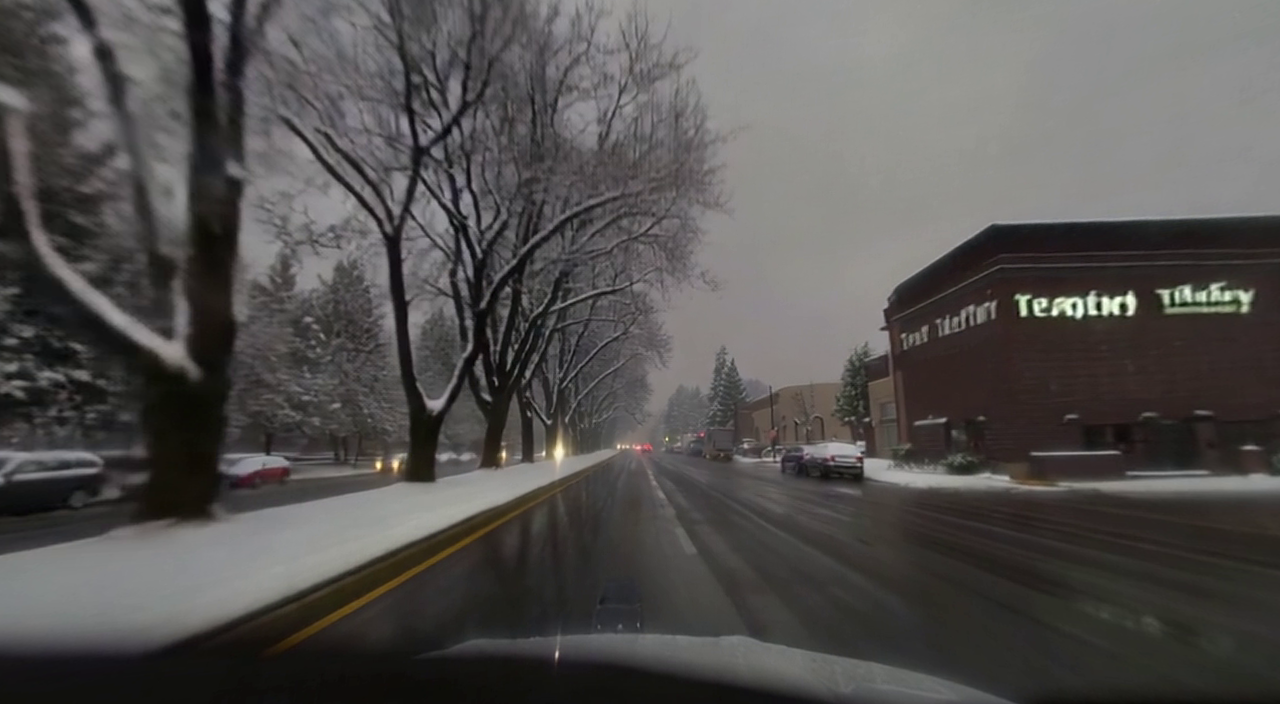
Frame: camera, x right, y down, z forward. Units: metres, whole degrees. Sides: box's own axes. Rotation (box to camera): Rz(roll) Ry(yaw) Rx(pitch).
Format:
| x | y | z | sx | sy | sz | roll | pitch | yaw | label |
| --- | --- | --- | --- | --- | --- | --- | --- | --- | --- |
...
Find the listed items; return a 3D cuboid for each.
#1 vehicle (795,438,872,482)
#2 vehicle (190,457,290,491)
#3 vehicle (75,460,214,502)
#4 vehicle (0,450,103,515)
| x | y | z | sx | sy | sz | roll | pitch | yaw | label |
| --- | --- | --- | --- | --- | --- | --- | --- | --- | --- |
| 9.030 | 5.076 | 29.848 | 1.994 | 1.738 | 4.622 | 5 | -9 | -2 | vehicle |
| -19.809 | 6.031 | 31.565 | 1.840 | 1.464 | 4.781 | 0 | -9 | 1 | vehicle |
| -19.841 | 5.152 | 25.626 | 1.795 | 1.452 | 4.718 | 0 | -9 | 1 | vehicle |
| -20.112 | 3.969 | 19.283 | 2.208 | 1.882 | 5.826 | -1 | -9 | 2 | vehicle |
